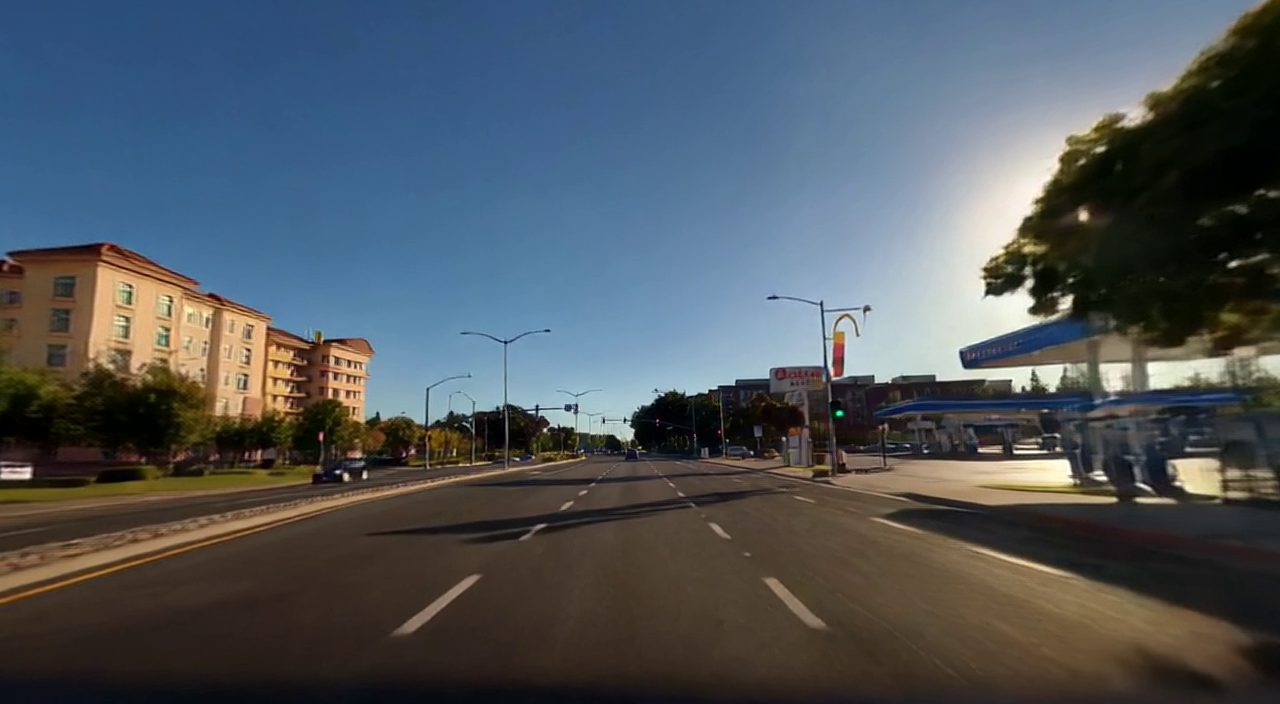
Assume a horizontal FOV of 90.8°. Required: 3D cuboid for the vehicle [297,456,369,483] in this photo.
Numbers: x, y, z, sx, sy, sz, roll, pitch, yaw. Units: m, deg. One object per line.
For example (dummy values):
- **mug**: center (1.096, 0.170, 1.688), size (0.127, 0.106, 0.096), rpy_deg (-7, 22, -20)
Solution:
- **vehicle**: center (-18.575, 7.095, 38.445), size (2.048, 1.479, 4.490), rpy_deg (0, -8, 1)
